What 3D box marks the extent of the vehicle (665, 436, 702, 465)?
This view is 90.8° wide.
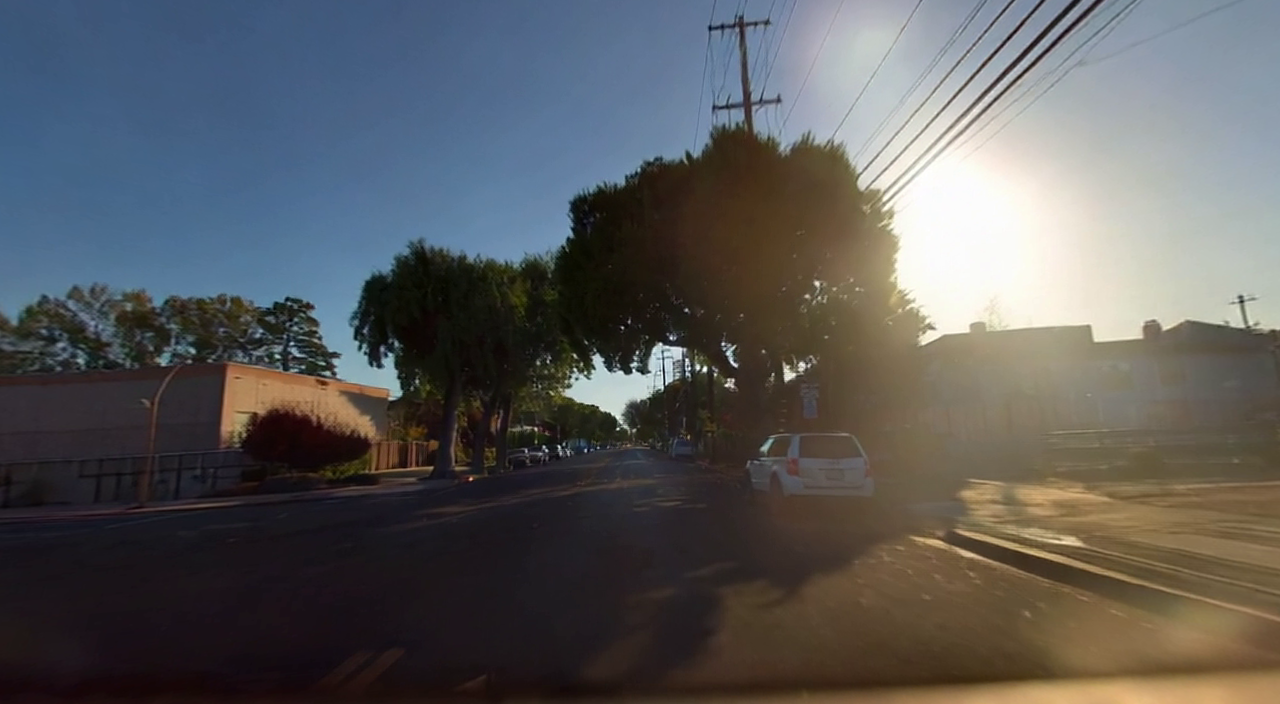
[{"bbox_3d":[2.979,6.853,43.990,2.120,1.869,4.773,0,-9,-2],"label":"vehicle"}]

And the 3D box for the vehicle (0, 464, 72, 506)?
[{"bbox_3d":[-25.789,5.408,25.450,1.803,1.469,4.240,-3,-7,1],"label":"vehicle"}]

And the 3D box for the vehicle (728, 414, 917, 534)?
[{"bbox_3d":[3.180,2.276,12.419,2.138,1.820,5.218,0,-9,0],"label":"vehicle"}]

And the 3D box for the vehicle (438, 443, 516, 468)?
[{"bbox_3d":[-12.428,7.898,48.412,5.330,1.805,2.170,0,-9,-1],"label":"vehicle"}]
